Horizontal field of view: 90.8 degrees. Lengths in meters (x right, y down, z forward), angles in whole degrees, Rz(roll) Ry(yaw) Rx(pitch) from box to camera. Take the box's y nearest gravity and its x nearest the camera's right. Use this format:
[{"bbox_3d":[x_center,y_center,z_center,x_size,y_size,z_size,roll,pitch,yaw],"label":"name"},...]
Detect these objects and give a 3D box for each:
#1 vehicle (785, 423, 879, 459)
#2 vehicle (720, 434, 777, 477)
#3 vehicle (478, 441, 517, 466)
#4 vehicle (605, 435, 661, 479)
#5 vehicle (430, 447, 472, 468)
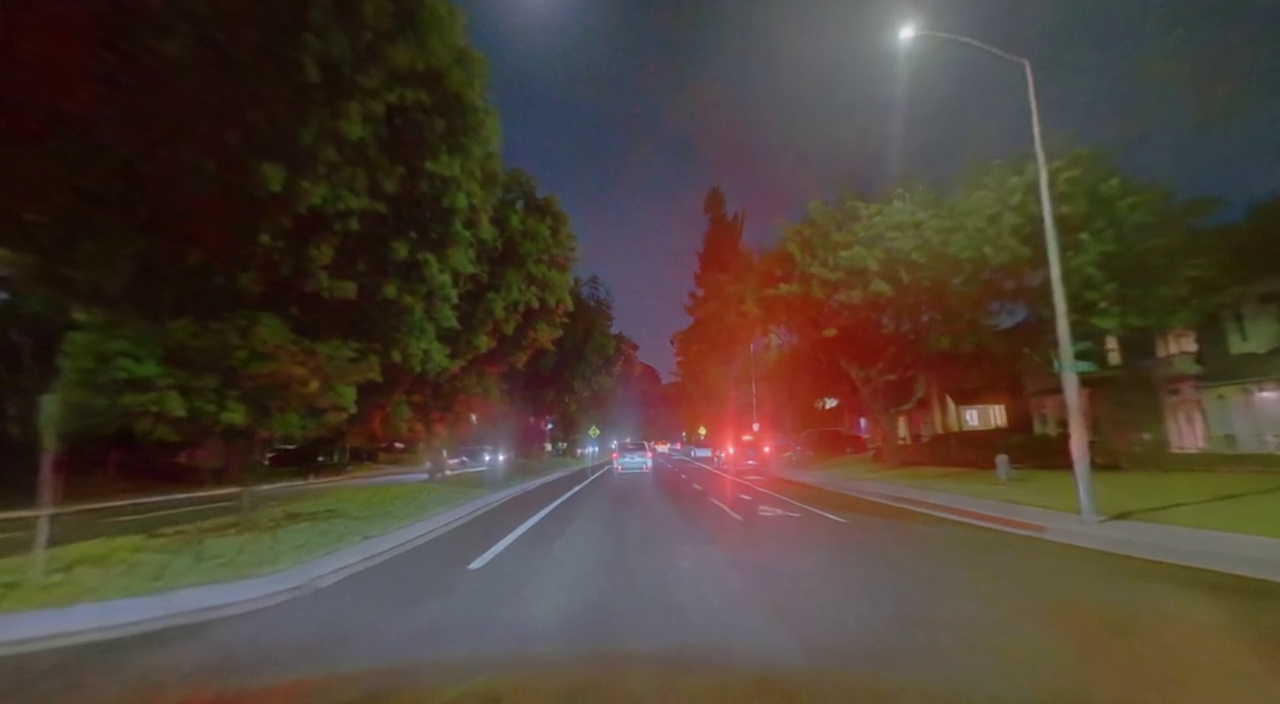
[{"bbox_3d":[11.557,5.399,38.288,4.919,1.886,2.086,-3,-9,2],"label":"vehicle"},{"bbox_3d":[4.853,4.663,28.956,2.045,1.776,4.851,0,-8,4],"label":"vehicle"},{"bbox_3d":[-10.733,7.652,47.919,2.028,1.759,4.360,0,-8,-1],"label":"vehicle"},{"bbox_3d":[-0.242,4.257,25.893,2.106,1.655,3.717,0,-8,1],"label":"vehicle"},{"bbox_3d":[-14.764,8.273,49.667,1.840,1.450,4.521,0,-8,1],"label":"vehicle"}]
